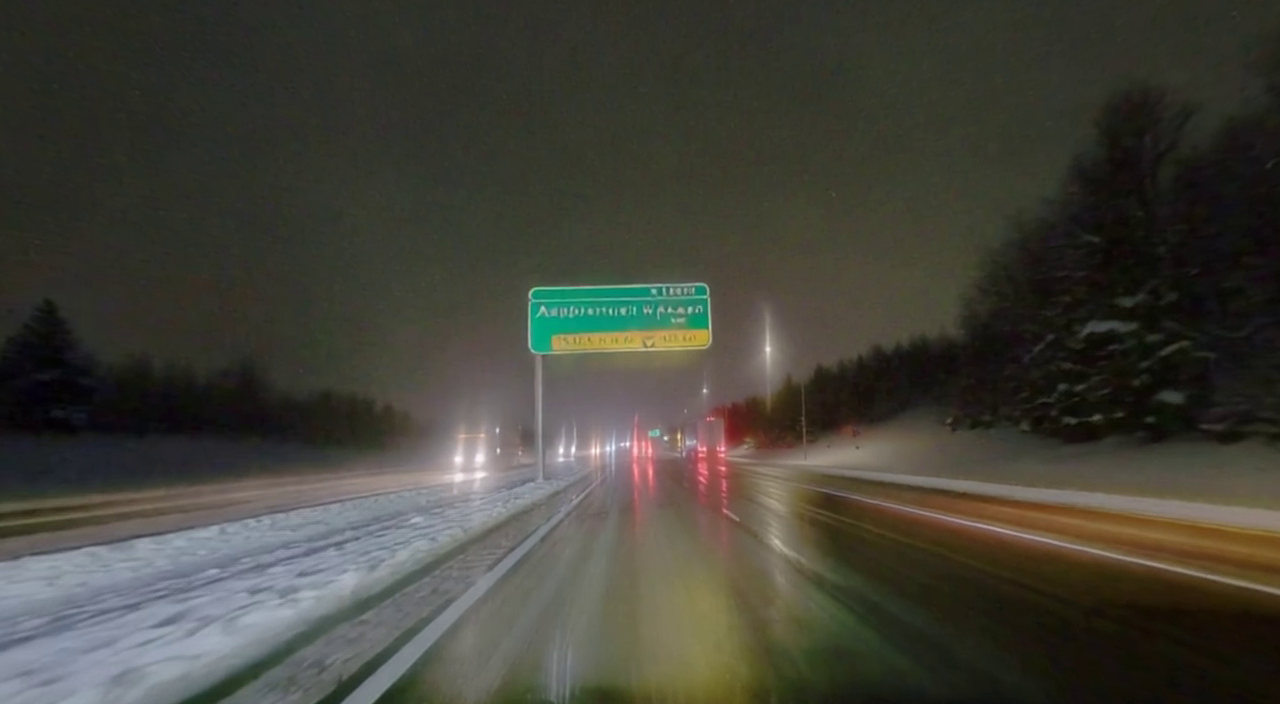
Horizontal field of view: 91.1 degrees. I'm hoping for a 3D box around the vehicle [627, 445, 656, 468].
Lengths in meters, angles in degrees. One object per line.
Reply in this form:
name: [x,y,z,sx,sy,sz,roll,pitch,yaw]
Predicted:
vehicle: [0.084,7.628,45.941,2.024,1.579,3.707,-1,-9,0]
